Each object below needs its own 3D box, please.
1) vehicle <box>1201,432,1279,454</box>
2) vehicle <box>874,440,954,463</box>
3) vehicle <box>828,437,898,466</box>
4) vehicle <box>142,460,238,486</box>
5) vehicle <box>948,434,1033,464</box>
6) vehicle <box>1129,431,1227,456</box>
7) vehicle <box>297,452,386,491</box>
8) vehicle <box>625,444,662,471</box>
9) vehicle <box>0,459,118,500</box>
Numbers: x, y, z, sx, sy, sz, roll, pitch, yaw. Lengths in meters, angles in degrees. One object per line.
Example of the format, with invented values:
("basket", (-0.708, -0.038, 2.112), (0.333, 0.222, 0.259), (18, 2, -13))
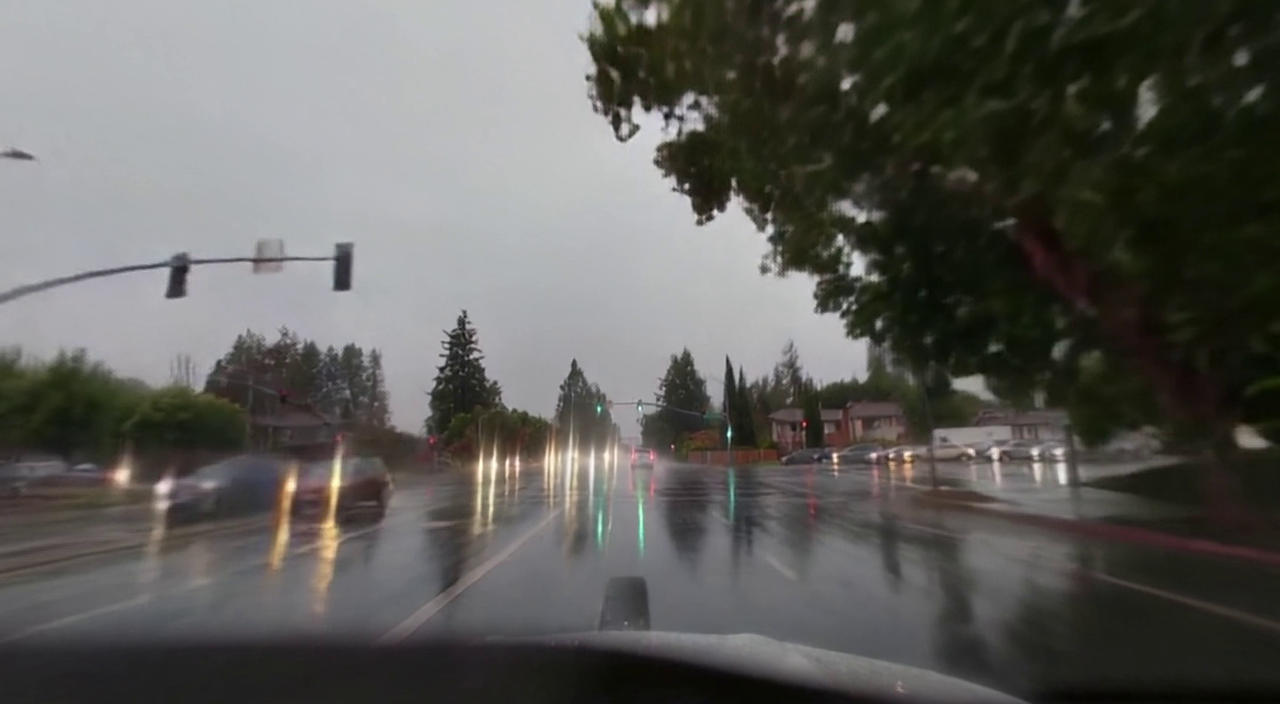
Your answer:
("vehicle", (46.600, 7.065, 48.672), (4.485, 1.575, 1.903), (-2, -9, 2))
("vehicle", (18.576, 6.762, 42.835), (4.474, 1.482, 1.937), (-1, -9, 1))
("vehicle", (17.430, 7.806, 49.357), (4.554, 1.704, 2.121), (-6, -9, 1))
("vehicle", (-28.308, 7.612, 39.767), (4.415, 1.475, 2.183), (-1, -9, 2))
("vehicle", (25.307, 7.022, 45.625), (4.897, 1.637, 1.895), (-6, -9, 1))
("vehicle", (36.174, 6.176, 42.486), (4.586, 1.634, 2.107), (-1, -9, 0))
("vehicle", (-14.838, 5.916, 31.675), (2.138, 1.761, 4.611), (-1, -9, 0))
("vehicle", (0.183, 7.310, 43.830), (2.437, 1.737, 4.420), (0, -9, -1))
("vehicle", (-27.851, 5.972, 29.663), (4.569, 1.790, 2.292), (-1, -9, 3))
